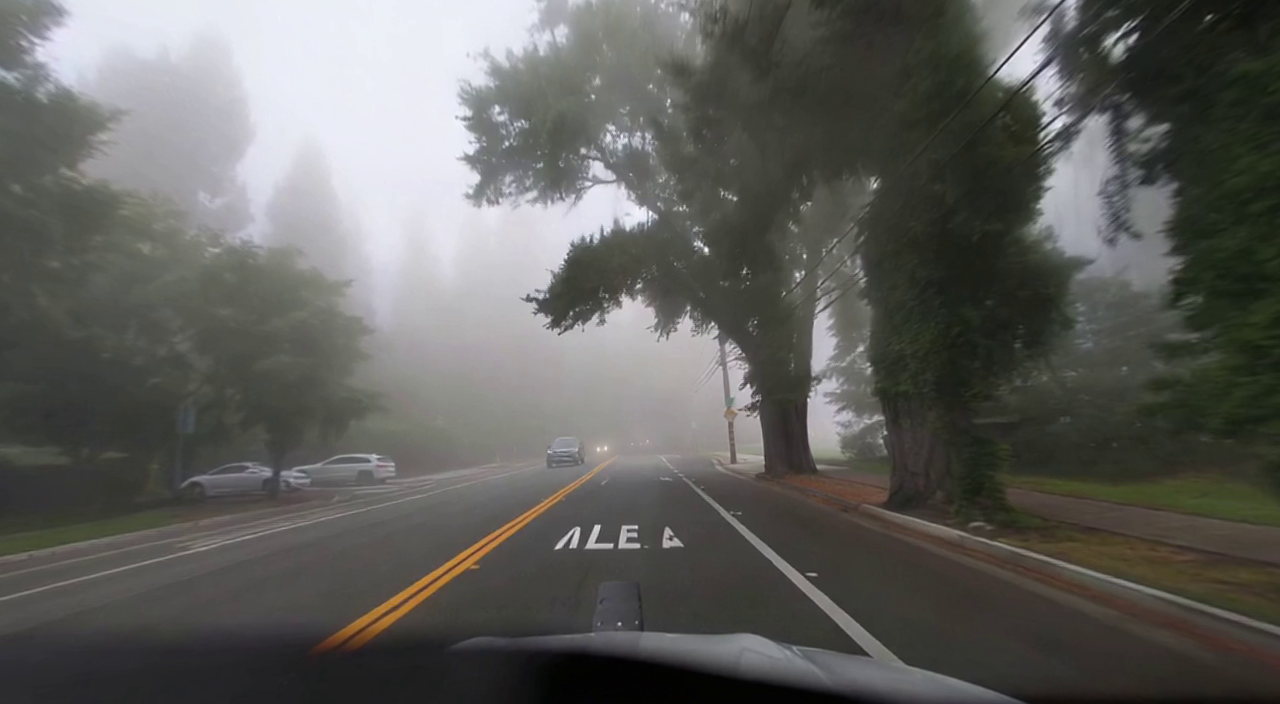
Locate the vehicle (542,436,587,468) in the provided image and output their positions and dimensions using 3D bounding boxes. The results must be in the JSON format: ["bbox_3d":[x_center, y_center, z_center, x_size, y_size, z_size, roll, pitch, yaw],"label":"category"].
[{"bbox_3d":[-4.296,5.760,36.565,2.008,1.730,4.243,-1,-8,1],"label":"vehicle"}]

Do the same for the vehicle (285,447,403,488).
[{"bbox_3d":[-14.111,5.533,30.325,4.653,1.842,1.992,-1,-9,4],"label":"vehicle"}]

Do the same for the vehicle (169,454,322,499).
[{"bbox_3d":[-15.547,4.918,25.135,4.641,1.636,1.983,0,-9,-5],"label":"vehicle"}]
